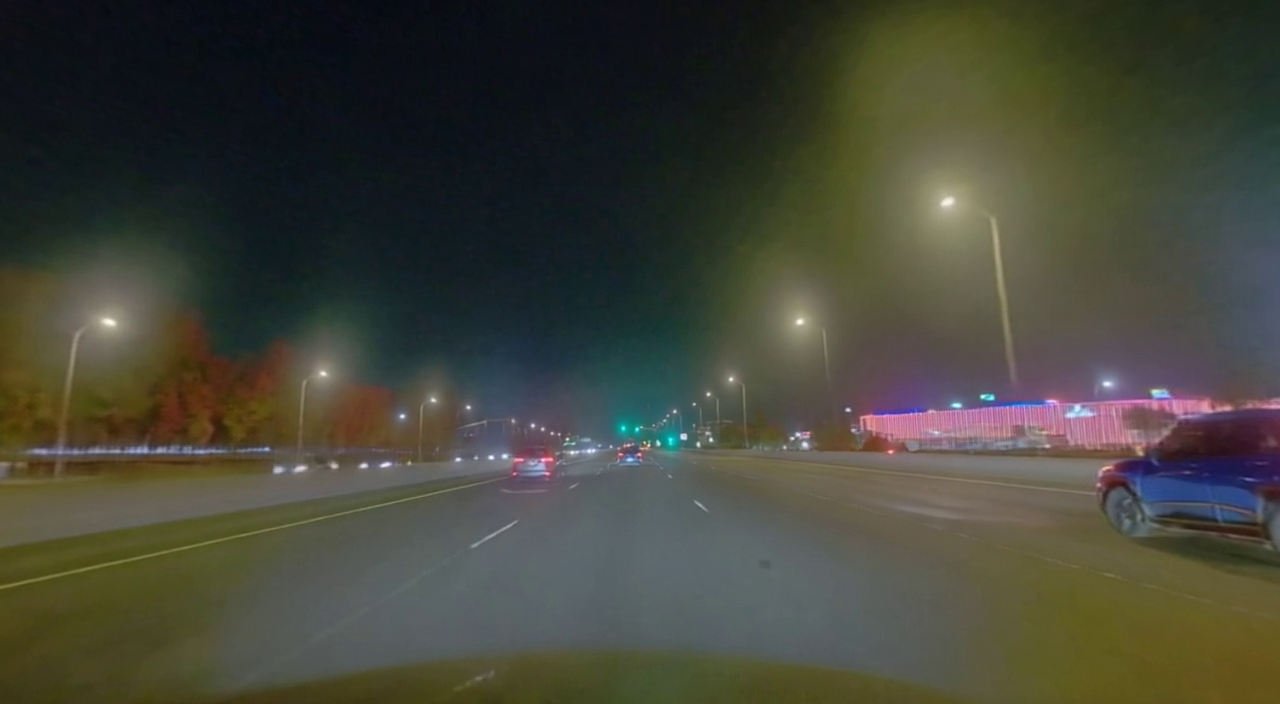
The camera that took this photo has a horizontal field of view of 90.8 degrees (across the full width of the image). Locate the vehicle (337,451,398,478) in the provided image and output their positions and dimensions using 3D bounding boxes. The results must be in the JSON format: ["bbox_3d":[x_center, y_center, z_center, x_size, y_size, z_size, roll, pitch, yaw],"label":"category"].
[{"bbox_3d":[-17.579,7.267,41.049,1.967,1.575,4.370,0,-9,1],"label":"vehicle"}]

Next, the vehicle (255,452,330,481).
[{"bbox_3d":[-20.937,6.868,38.290,1.938,1.570,4.508,0,-9,0],"label":"vehicle"}]

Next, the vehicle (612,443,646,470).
[{"bbox_3d":[-0.675,6.330,38.486,1.997,1.485,4.094,0,-8,-1],"label":"vehicle"}]

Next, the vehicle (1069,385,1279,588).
[{"bbox_3d":[6.748,1.247,5.949,2.028,1.801,4.741,0,-9,0],"label":"vehicle"}]

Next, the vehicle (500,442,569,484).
[{"bbox_3d":[-3.995,4.275,24.740,1.886,1.465,4.625,0,-8,0],"label":"vehicle"}]
